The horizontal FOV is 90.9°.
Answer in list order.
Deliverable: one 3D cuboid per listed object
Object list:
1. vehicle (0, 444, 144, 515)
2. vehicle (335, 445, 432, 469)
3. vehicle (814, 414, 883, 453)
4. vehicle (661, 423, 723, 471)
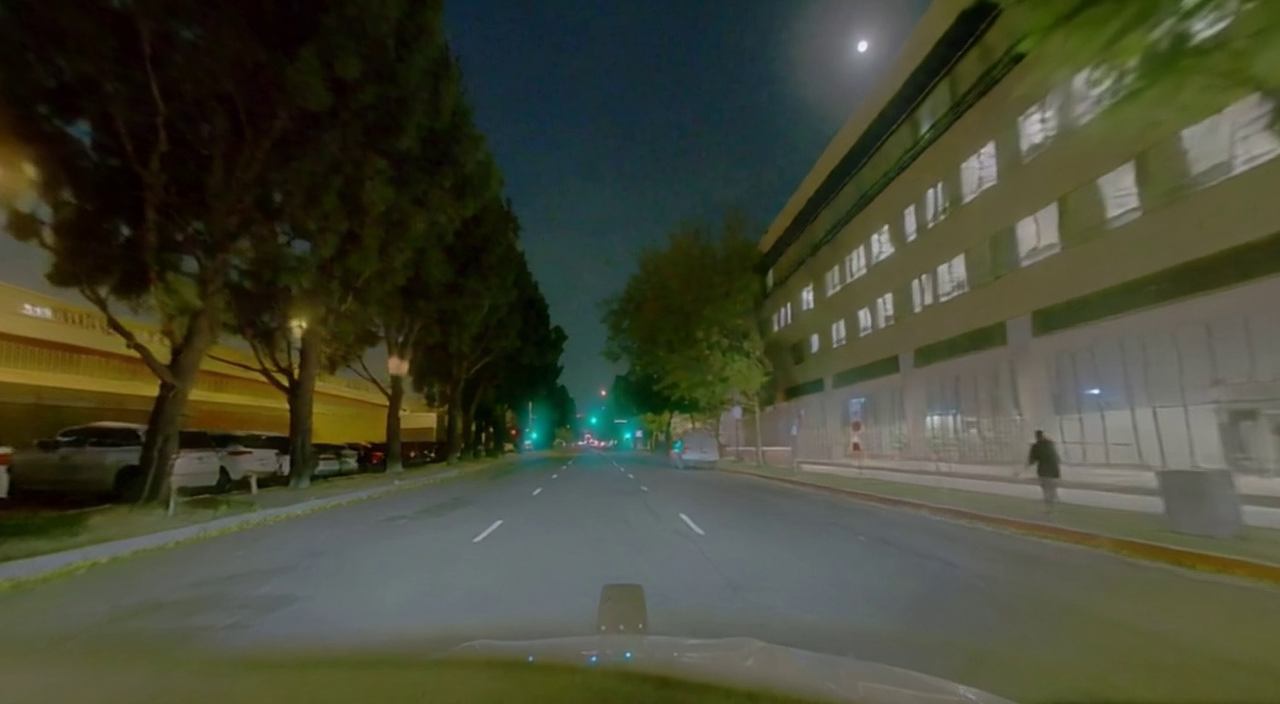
[{"bbox_3d":[-14.452,2.828,14.254,4.625,1.477,2.054,0,-8,-3],"label":"vehicle"},{"bbox_3d":[-16.421,6.740,40.611,5.269,1.491,2.133,0,-8,-3],"label":"vehicle"},{"bbox_3d":[15.257,6.097,46.648,2.341,2.648,6.024,1,-8,-7],"label":"vehicle"},{"bbox_3d":[2.882,5.565,37.066,2.596,2.509,6.178,1,-8,-5],"label":"vehicle"}]
